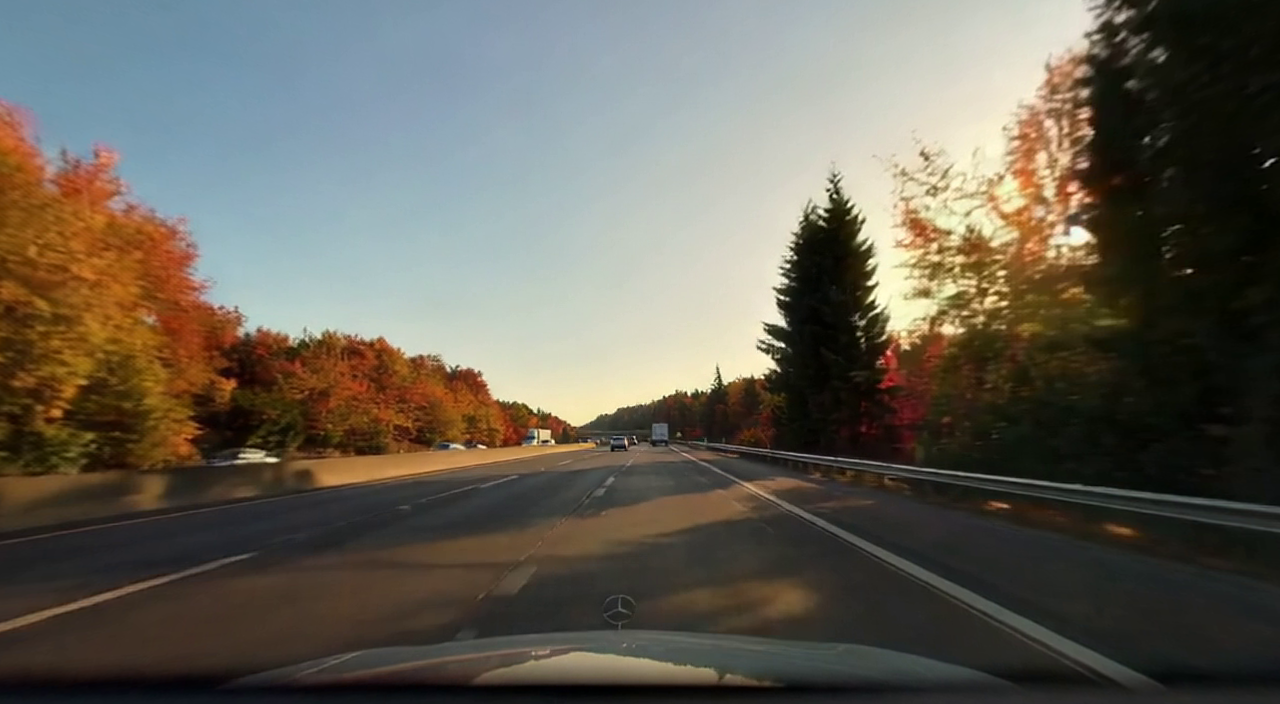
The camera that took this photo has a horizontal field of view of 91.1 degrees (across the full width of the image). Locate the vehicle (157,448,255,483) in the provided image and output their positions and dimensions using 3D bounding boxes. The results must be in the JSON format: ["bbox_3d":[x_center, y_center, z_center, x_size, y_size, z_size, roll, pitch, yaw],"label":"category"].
[{"bbox_3d":[-19.979,5.210,29.110,1.705,1.454,3.858,-1,-8,1],"label":"vehicle"}]
